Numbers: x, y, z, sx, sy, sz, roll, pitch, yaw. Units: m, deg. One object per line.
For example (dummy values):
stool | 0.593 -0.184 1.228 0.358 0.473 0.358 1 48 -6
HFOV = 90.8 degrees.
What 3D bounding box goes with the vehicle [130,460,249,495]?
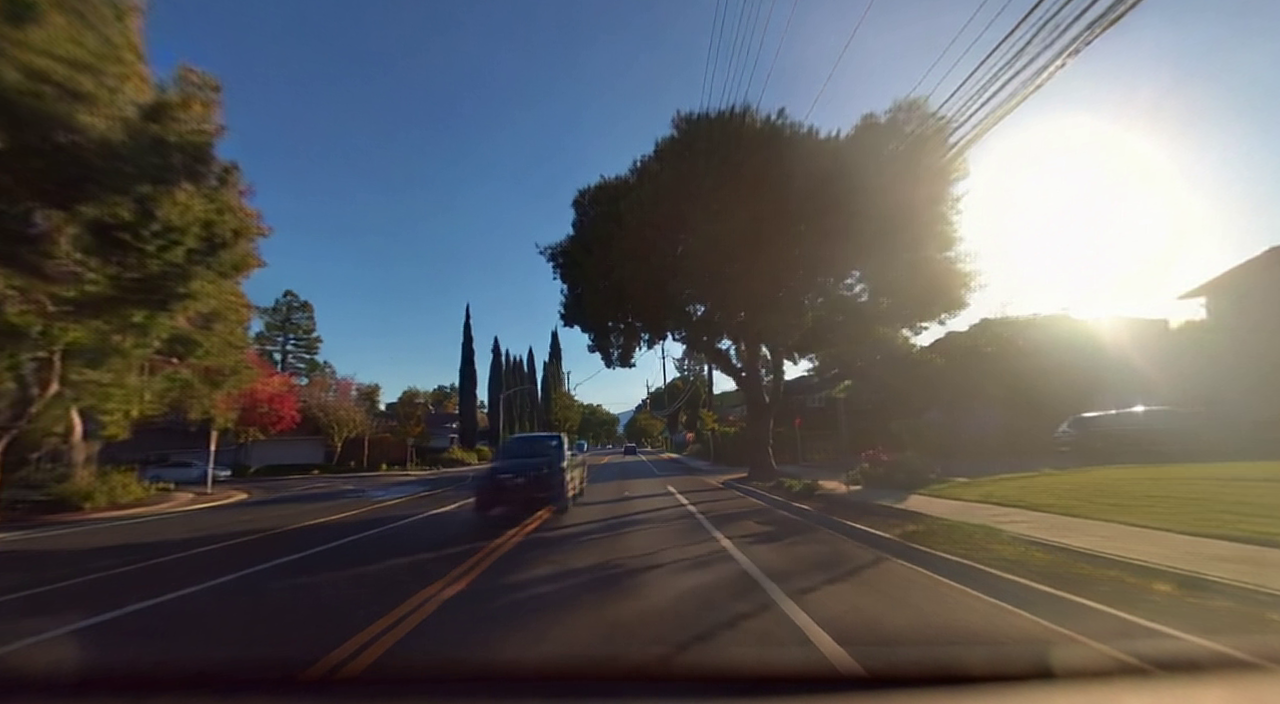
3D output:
vehicle | -21.125 5.898 29.743 4.241 1.385 1.727 2 -11 2
